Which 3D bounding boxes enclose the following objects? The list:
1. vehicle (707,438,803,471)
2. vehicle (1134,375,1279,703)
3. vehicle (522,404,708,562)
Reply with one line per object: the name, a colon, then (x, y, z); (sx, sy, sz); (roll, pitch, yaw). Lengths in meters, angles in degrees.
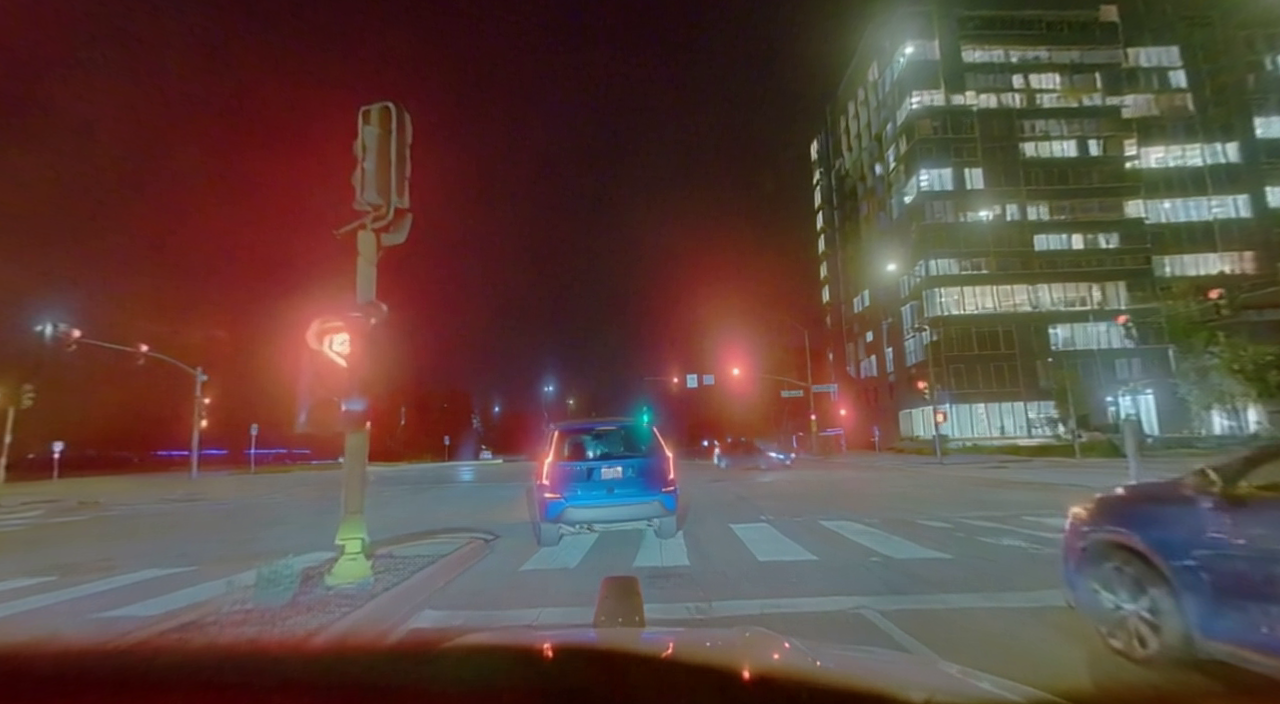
vehicle: (6.003, 5.370, 33.296); (4.529, 1.604, 2.130); (-8, -11, 43)
vehicle: (3.583, 0.661, 1.040); (1.899, 1.572, 4.425); (0, -8, -1)
vehicle: (-0.632, 1.815, 9.506); (2.085, 1.807, 4.038); (2, -8, -12)
